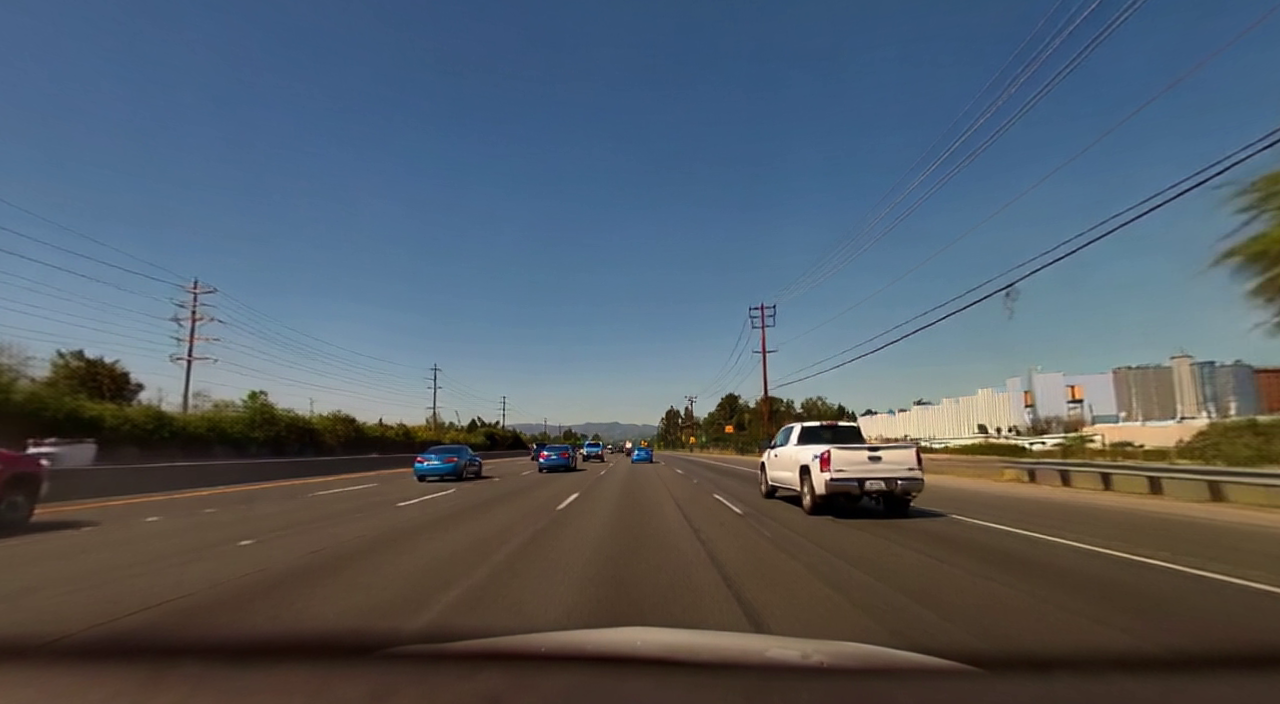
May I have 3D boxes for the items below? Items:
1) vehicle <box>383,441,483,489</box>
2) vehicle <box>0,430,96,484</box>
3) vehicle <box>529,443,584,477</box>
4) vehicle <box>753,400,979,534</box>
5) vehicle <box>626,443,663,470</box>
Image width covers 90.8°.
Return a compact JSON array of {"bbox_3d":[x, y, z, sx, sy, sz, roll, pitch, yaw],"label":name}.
[{"bbox_3d":[-7.167,3.935,22.468,1.959,1.496,4.740,0,-8,0],"label":"vehicle"},{"bbox_3d":[-38.098,6.500,39.139,2.716,3.066,6.526,0,-9,1],"label":"vehicle"},{"bbox_3d":[-3.783,4.951,29.344,1.938,1.444,4.206,0,-8,0],"label":"vehicle"},{"bbox_3d":[3.730,2.032,11.743,2.231,1.919,5.086,0,-8,-1],"label":"vehicle"},{"bbox_3d":[0.235,6.007,36.462,2.030,1.471,4.115,0,-8,0],"label":"vehicle"}]
